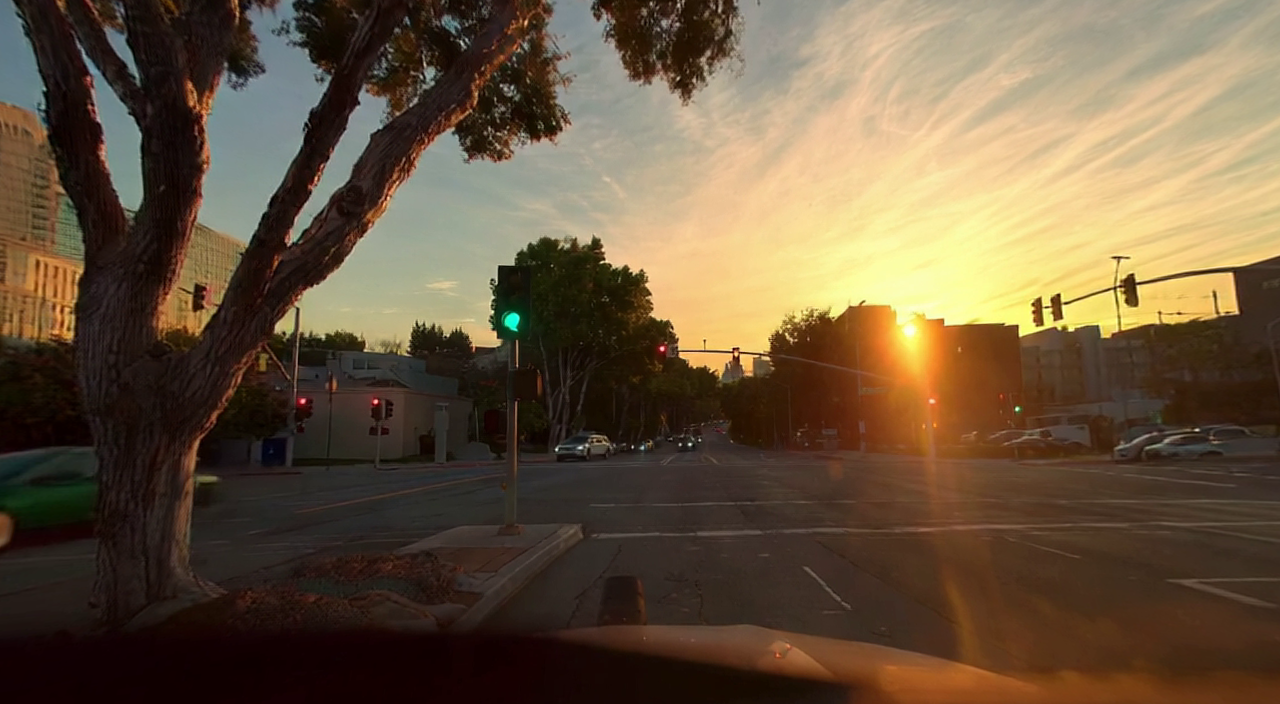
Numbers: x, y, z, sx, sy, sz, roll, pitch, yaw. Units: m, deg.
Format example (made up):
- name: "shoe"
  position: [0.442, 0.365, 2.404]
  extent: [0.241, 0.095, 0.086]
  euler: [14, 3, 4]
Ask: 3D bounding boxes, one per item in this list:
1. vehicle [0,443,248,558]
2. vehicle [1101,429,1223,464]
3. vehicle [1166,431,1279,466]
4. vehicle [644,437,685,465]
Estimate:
- name: "vehicle"
  position: [-9.206, 2.284, 10.634]
  extent: [2.002, 1.483, 4.696]
  euler: [-1, -8, 3]
- name: "vehicle"
  position: [25.894, 4.680, 31.365]
  extent: [4.441, 1.674, 2.035]
  euler: [1, -8, -8]
- name: "vehicle"
  position: [26.274, 4.242, 27.895]
  extent: [4.644, 1.470, 1.922]
  euler: [1, -8, -10]
- name: "vehicle"
  position: [1.723, 6.768, 43.255]
  extent: [2.197, 1.739, 4.177]
  euler: [-2, -8, 10]
